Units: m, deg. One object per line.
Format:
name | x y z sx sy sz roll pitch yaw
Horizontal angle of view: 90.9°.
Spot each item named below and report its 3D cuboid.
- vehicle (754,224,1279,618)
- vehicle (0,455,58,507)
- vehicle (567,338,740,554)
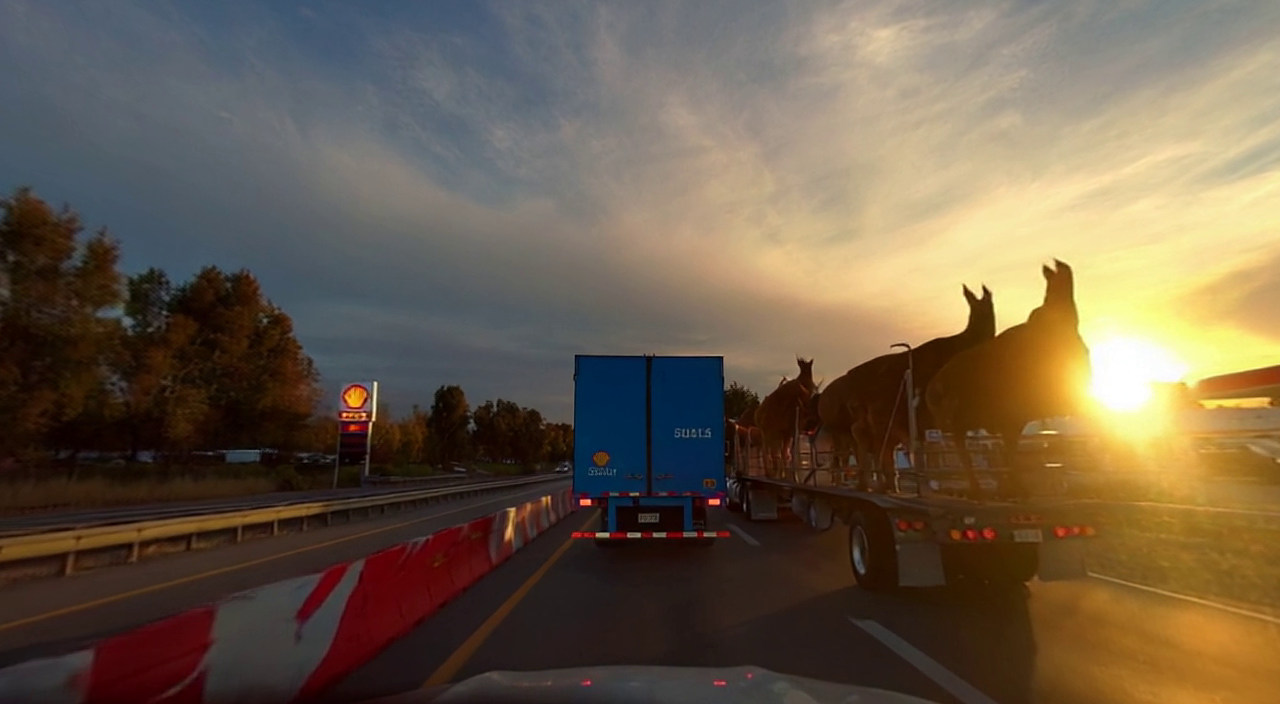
vehicle | 4.360 1.404 10.538 2.936 3.640 9.443 1 -10 -1
vehicle | -48.142 9.891 49.180 13.553 3.527 2.924 -10 -15 44
vehicle | 0.217 2.206 14.105 2.618 3.306 8.676 1 -10 0
